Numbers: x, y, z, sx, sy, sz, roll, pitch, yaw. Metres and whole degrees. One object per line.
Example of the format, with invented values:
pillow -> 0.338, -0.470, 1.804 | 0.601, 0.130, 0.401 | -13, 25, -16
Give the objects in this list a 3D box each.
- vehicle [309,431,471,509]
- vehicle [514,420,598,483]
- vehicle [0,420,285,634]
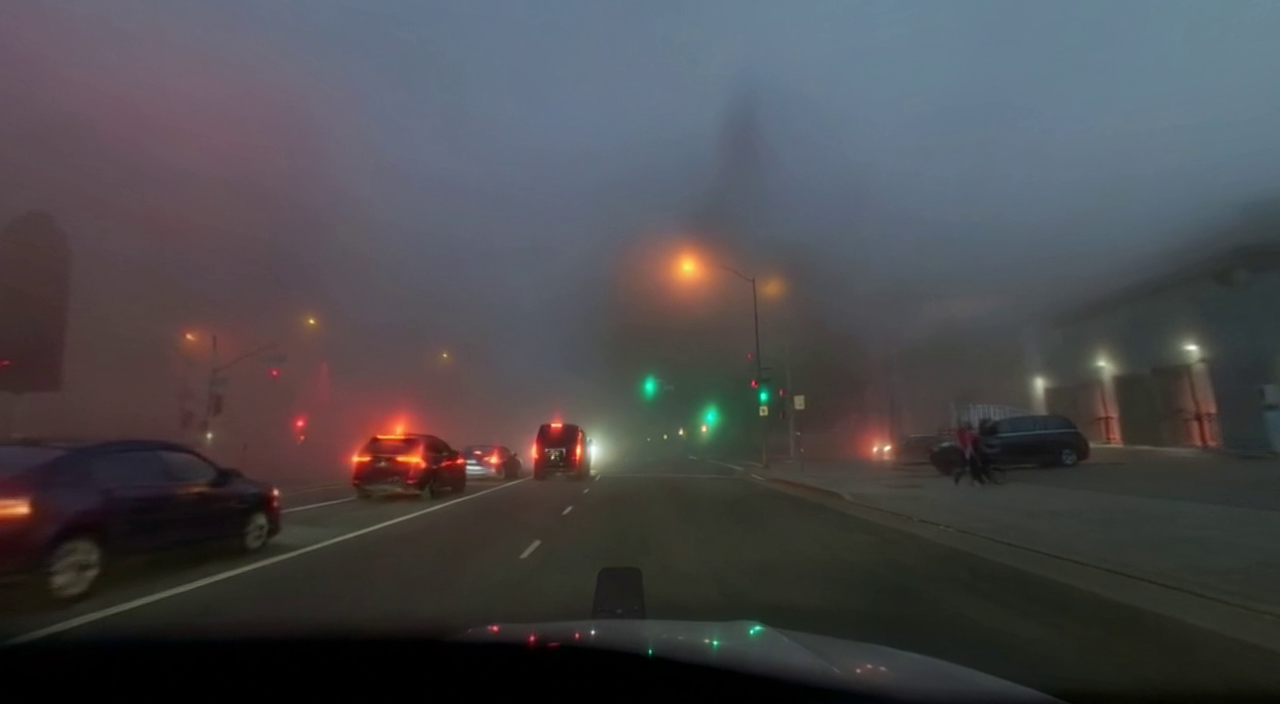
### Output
vehicle -> -6.024, 2.884, 15.983 | 2.228, 1.652, 4.593 | 0, -8, 0
vehicle -> -3.074, 3.812, 24.495 | 2.496, 2.155, 5.468 | 0, -8, 0
vehicle -> -5.692, 1.566, 6.567 | 1.889, 1.572, 3.599 | 0, -8, 0
